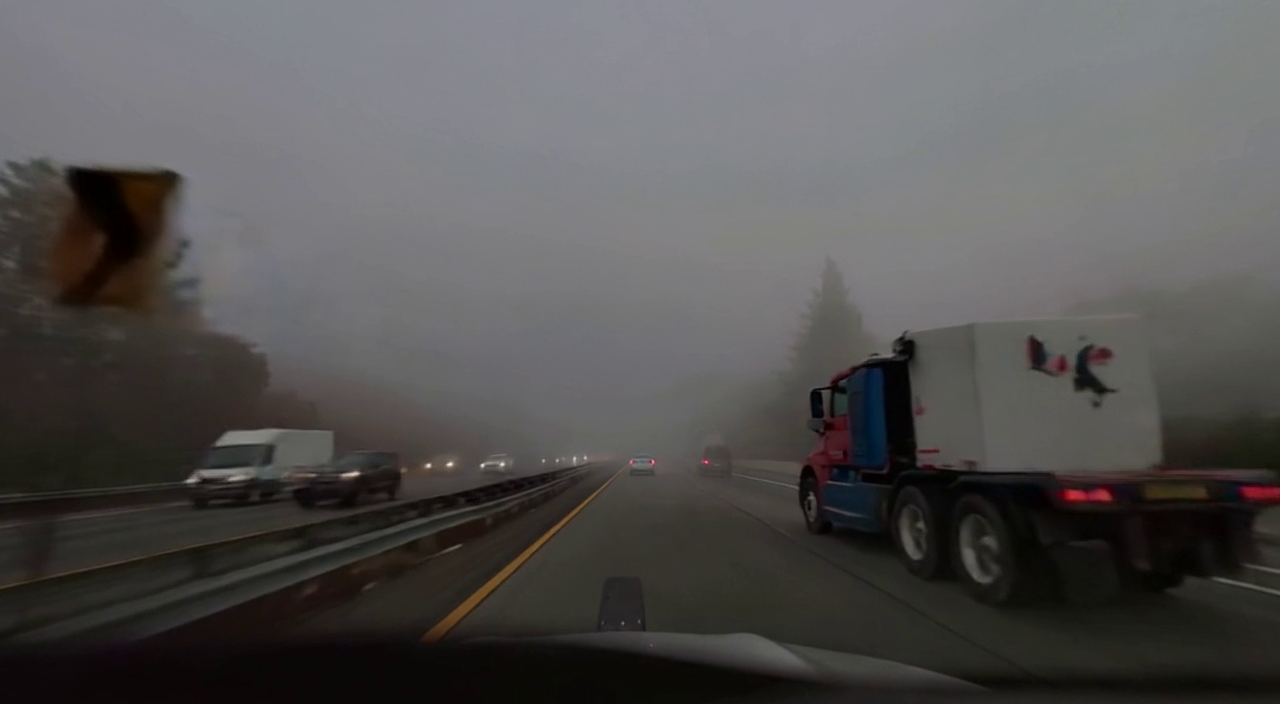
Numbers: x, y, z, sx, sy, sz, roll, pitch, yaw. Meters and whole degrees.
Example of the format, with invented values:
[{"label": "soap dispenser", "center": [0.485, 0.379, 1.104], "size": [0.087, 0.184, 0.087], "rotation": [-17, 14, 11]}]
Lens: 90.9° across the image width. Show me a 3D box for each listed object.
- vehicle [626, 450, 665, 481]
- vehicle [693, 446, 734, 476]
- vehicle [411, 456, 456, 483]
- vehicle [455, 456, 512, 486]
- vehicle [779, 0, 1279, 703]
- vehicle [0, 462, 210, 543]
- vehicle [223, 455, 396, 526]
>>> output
[{"label": "vehicle", "center": [0.262, 5.991, 33.447], "size": [1.939, 1.495, 3.612], "rotation": [0, -9, 0]}, {"label": "vehicle", "center": [4.669, 7.007, 40.693], "size": [2.020, 1.849, 4.051], "rotation": [0, -9, -2]}, {"label": "vehicle", "center": [-13.305, 7.534, 40.700], "size": [1.715, 1.590, 3.514], "rotation": [0, -9, 0]}, {"label": "vehicle", "center": [-8.304, 6.349, 33.903], "size": [1.935, 1.477, 4.537], "rotation": [0, -9, 0]}, {"label": "vehicle", "center": [4.455, 0.738, 7.458], "size": [2.885, 3.679, 12.102], "rotation": [0, -9, 0]}, {"label": "vehicle", "center": [-12.727, 3.367, 14.768], "size": [2.004, 1.484, 4.667], "rotation": [0, -9, -1]}, {"label": "vehicle", "center": [-7.891, 3.314, 15.632], "size": [1.965, 1.453, 4.364], "rotation": [0, -9, -1]}]
